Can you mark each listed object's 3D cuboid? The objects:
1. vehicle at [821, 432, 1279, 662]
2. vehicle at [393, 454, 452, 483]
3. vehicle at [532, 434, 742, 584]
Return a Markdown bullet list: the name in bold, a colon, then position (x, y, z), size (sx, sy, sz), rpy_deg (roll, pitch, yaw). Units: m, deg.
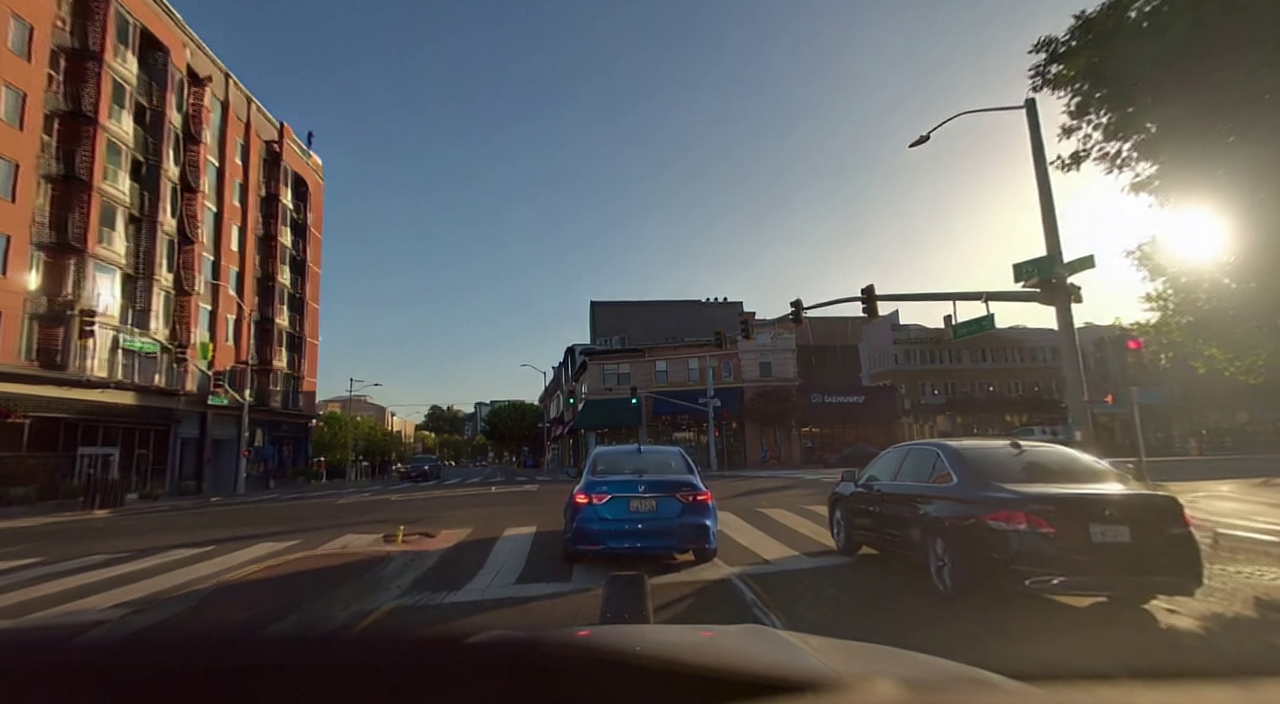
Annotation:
- **vehicle**: position (3.351, 1.543, 6.110), size (1.860, 1.430, 4.089), rpy_deg (0, -8, -2)
- **vehicle**: position (-14.611, 7.809, 42.645), size (2.126, 1.782, 4.880), rpy_deg (0, -8, 1)
- **vehicle**: position (-0.058, 1.875, 8.416), size (2.094, 1.481, 4.078), rpy_deg (0, -8, -1)
